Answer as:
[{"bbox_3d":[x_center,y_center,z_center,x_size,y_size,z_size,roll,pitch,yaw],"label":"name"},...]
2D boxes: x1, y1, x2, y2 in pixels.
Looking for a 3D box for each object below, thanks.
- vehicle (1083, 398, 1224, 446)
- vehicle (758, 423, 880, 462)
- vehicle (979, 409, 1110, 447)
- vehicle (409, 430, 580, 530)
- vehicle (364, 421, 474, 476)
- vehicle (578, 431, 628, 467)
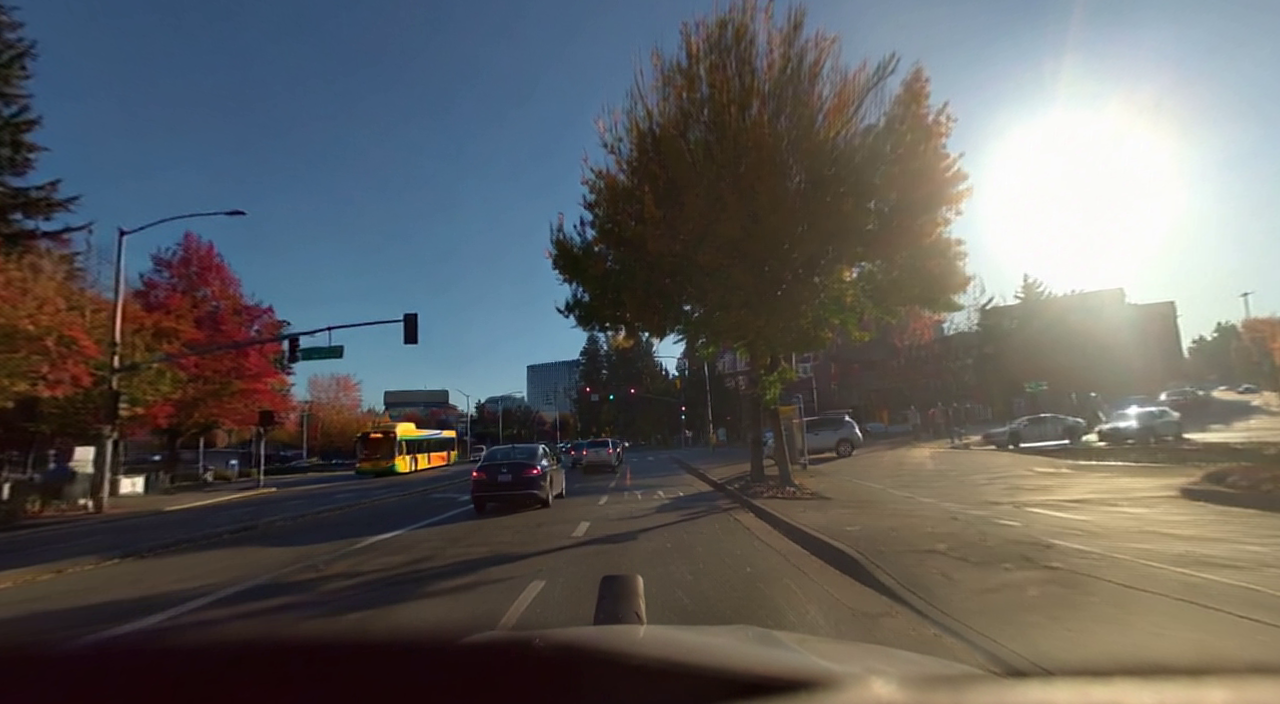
[{"bbox_3d":[21.488,2.960,26.349,4.172,1.687,1.773,-4,-8,1],"label":"vehicle"},{"bbox_3d":[8.078,4.114,28.680,4.894,1.451,2.089,-3,-7,2],"label":"vehicle"},{"bbox_3d":[16.999,3.263,26.532,4.064,1.507,2.078,0,-9,1],"label":"vehicle"},{"bbox_3d":[-2.416,2.259,11.624,2.092,1.507,4.078,-1,-9,2],"label":"vehicle"},{"bbox_3d":[-14.539,6.530,42.637,3.189,3.205,11.526,0,-9,0],"label":"vehicle"},{"bbox_3d":[-1.851,5.087,32.888,2.365,1.751,3.904,0,-9,0],"label":"vehicle"}]
